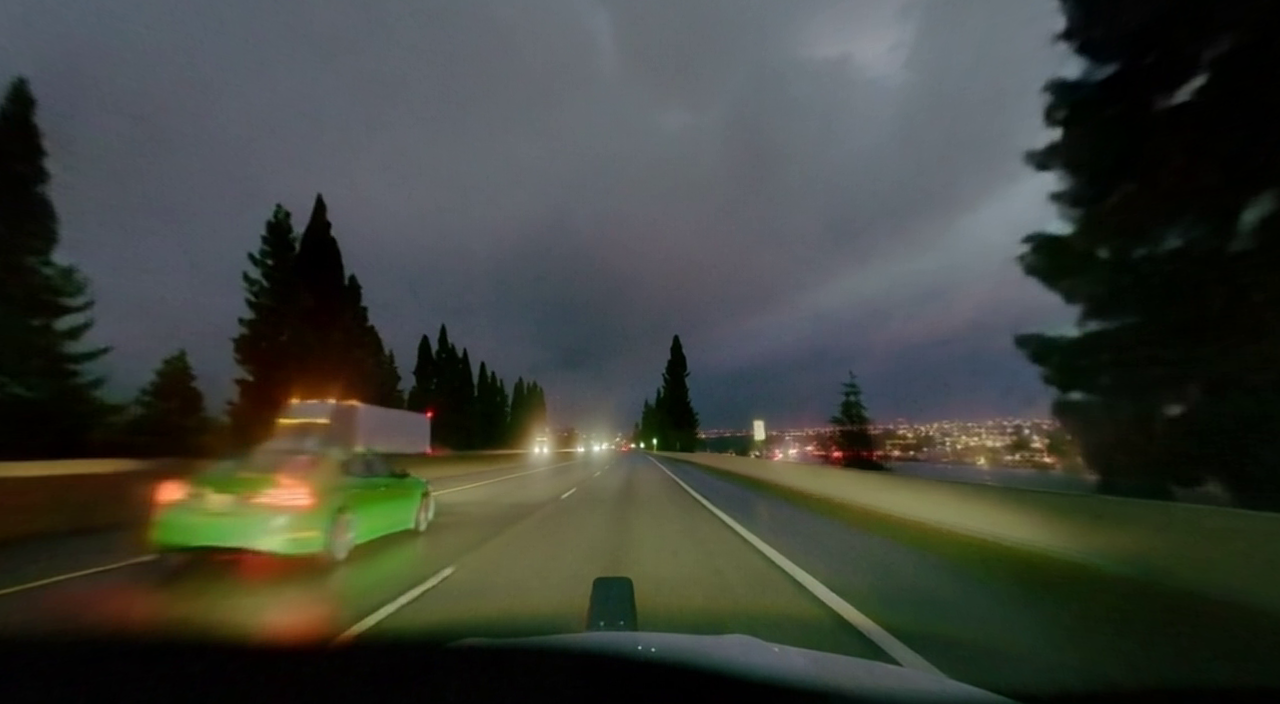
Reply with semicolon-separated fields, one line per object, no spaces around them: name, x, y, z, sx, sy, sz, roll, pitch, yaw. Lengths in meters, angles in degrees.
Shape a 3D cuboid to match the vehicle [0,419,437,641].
vehicle;-4.101;1.640;6.926;2.083;1.560;4.713;0;-9;1
